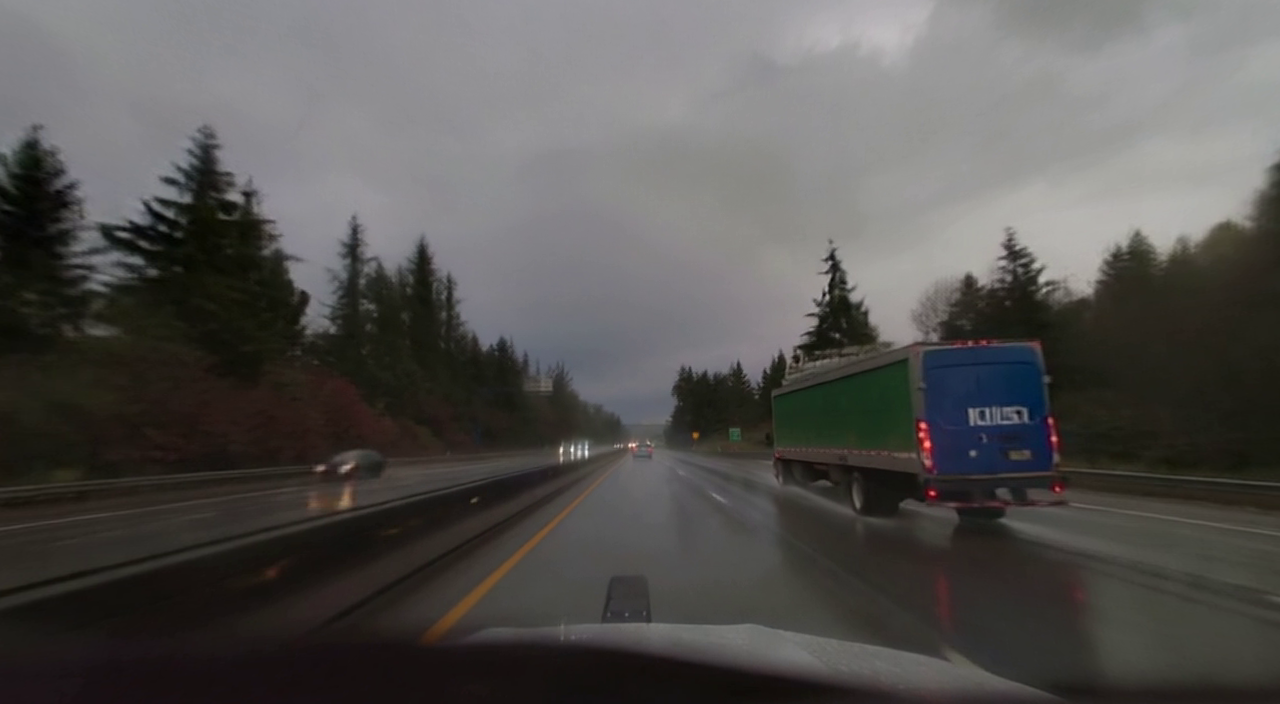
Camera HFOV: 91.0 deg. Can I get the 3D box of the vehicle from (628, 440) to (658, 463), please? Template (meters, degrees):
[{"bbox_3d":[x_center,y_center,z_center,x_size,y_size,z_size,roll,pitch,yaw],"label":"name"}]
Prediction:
[{"bbox_3d":[0.228,7.354,46.516,2.121,1.590,4.434,0,-8,0],"label":"vehicle"}]

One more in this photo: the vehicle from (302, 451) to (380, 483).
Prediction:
[{"bbox_3d":[-15.510,5.957,32.927,1.897,1.498,4.491,0,-8,0],"label":"vehicle"}]

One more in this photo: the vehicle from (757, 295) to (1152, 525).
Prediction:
[{"bbox_3d":[7.186,2.259,19.913,3.479,4.156,17.231,0,-8,-1],"label":"vehicle"}]
